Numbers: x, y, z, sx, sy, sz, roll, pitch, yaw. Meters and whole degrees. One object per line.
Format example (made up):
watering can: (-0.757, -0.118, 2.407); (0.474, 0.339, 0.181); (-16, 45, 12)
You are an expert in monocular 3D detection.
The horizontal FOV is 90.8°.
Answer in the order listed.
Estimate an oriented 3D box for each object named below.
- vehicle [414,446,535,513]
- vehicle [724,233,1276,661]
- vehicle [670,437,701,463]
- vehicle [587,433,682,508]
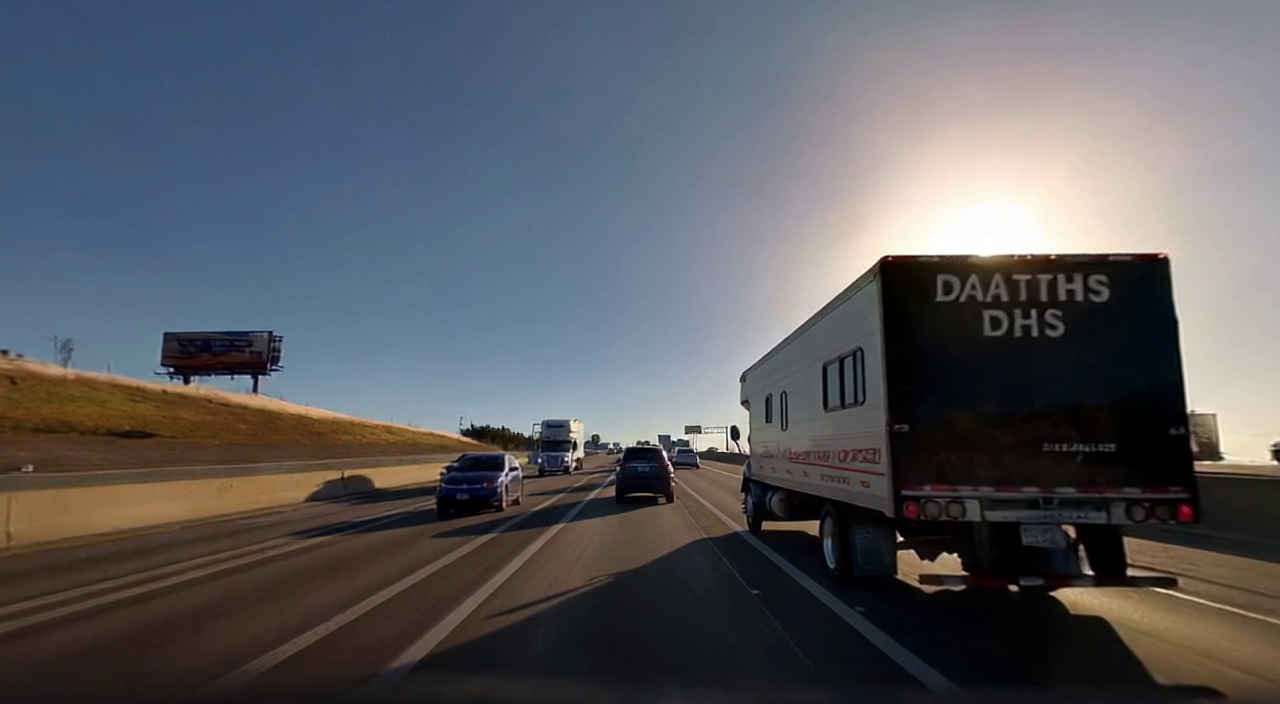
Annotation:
vehicle: (-4.020, 3.137, 16.025); (1.933, 1.465, 3.898); (0, -9, 1)
vehicle: (2.906, 1.141, 8.007); (2.533, 2.942, 7.280); (0, -9, -1)
vehicle: (3.490, 7.578, 48.800); (2.020, 1.874, 4.431); (0, -9, 0)
vehicle: (-0.110, 3.075, 16.714); (2.201, 1.719, 4.058); (0, -9, 1)
